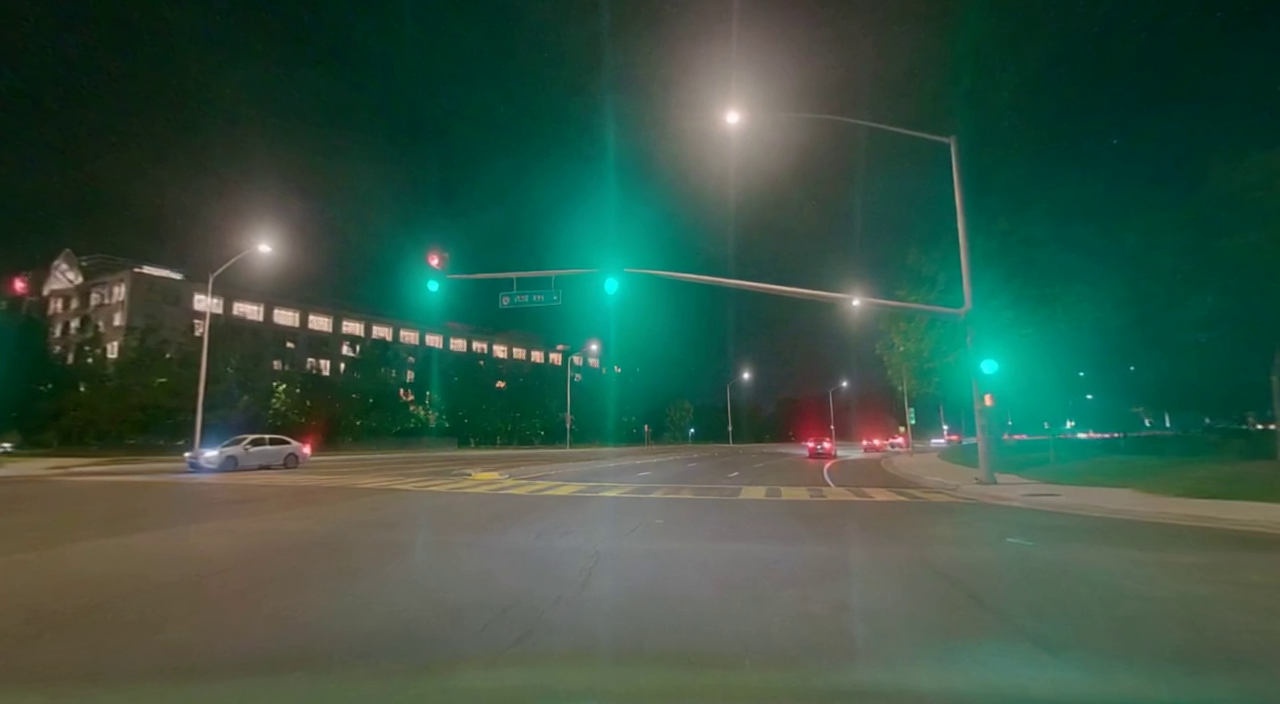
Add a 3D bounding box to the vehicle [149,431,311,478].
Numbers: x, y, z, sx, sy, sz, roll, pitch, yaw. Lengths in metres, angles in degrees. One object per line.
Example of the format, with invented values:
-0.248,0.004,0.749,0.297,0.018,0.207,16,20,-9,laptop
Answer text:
-14.287,3.607,22.380,1.853,1.487,4.691,-2,-9,14,vehicle
